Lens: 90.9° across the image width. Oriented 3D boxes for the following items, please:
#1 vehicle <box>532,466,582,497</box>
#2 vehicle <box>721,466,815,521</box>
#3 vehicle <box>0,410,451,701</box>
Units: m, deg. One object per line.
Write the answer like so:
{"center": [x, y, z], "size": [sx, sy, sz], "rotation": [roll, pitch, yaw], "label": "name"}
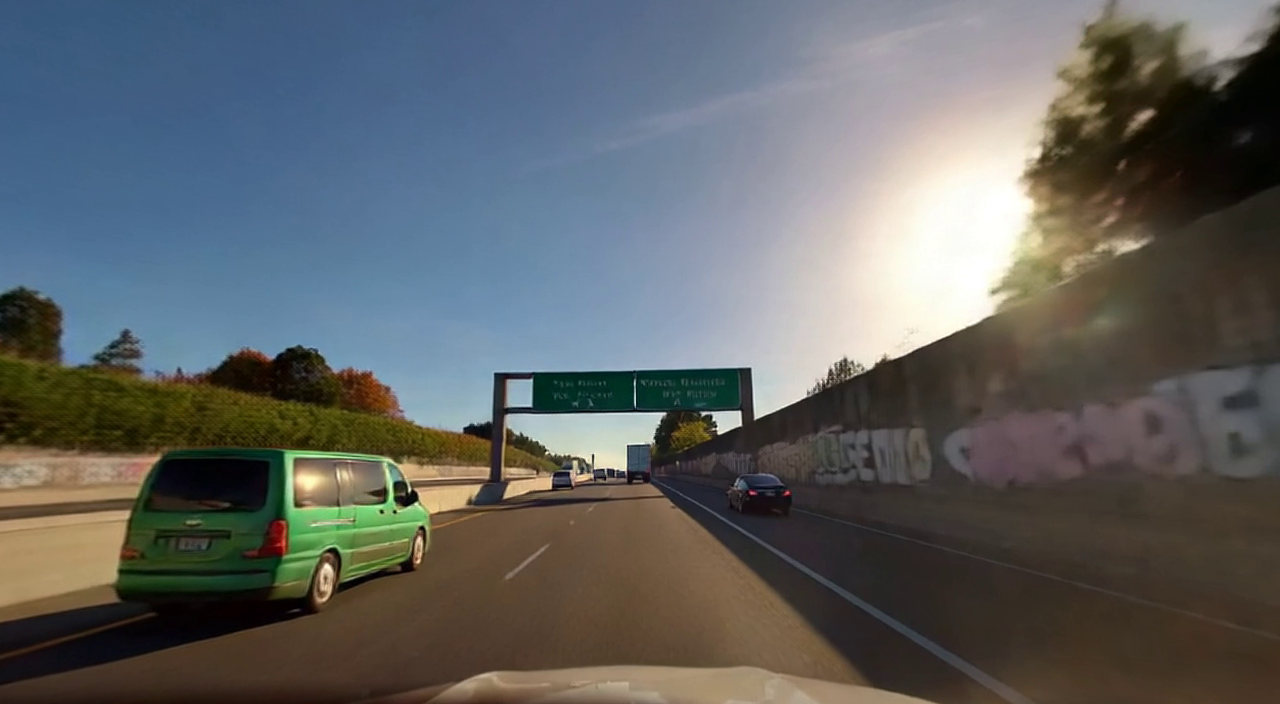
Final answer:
{"center": [-4.260, 6.692, 32.816], "size": [2.054, 1.443, 4.131], "rotation": [1, -11, -1], "label": "vehicle"}
{"center": [3.783, 4.269, 19.394], "size": [1.917, 1.458, 4.199], "rotation": [1, -11, -2], "label": "vehicle"}
{"center": [-3.478, 1.558, 5.878], "size": [2.004, 1.610, 4.508], "rotation": [1, -11, 0], "label": "vehicle"}
